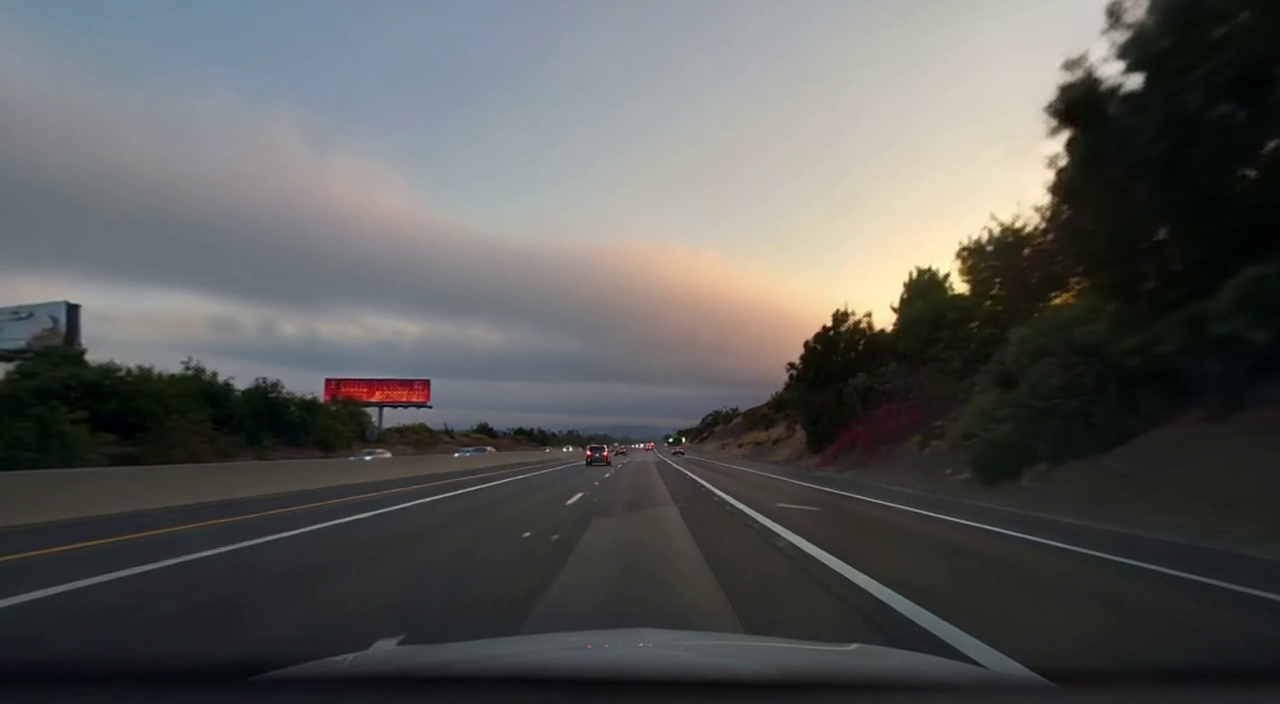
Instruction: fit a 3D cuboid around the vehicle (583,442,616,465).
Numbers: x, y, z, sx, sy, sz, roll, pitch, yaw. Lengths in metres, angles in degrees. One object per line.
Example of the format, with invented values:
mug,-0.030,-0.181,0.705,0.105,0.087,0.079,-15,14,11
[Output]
vehicle,-3.117,7.976,49.695,2.319,1.738,4.355,0,-8,0
